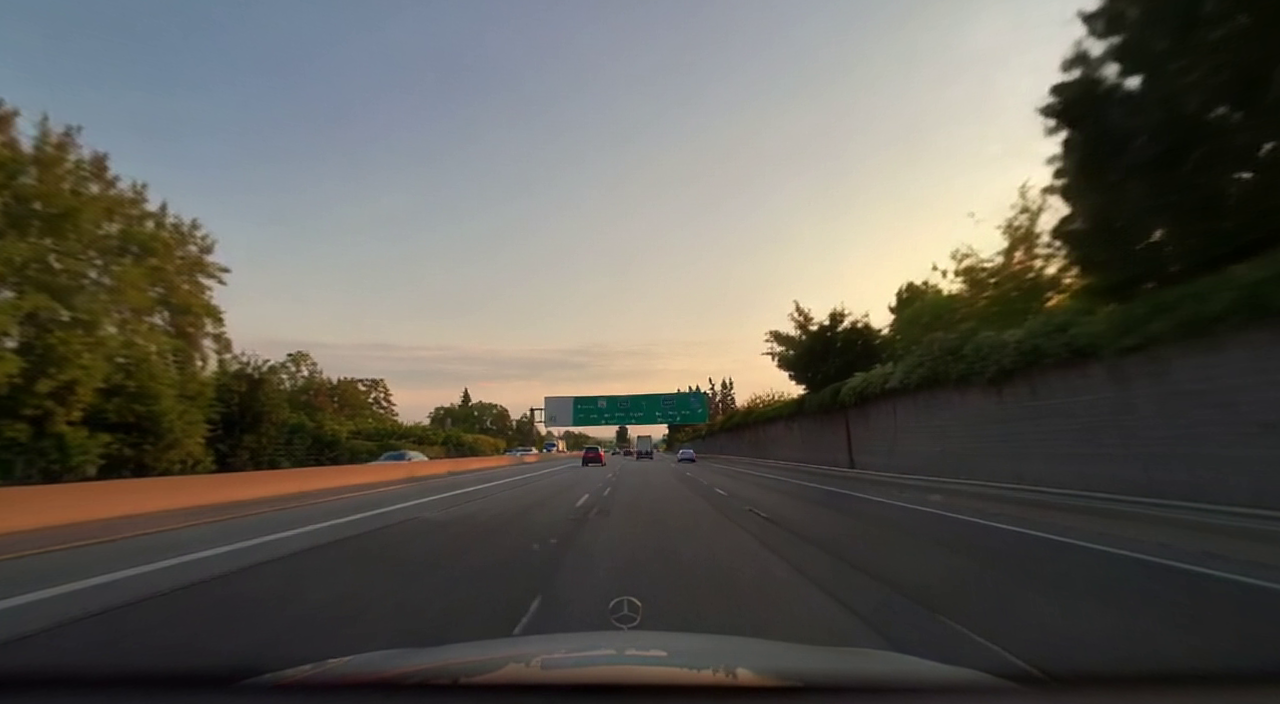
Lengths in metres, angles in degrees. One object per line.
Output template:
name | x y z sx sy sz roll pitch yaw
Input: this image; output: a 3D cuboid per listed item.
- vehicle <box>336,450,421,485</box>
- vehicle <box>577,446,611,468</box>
vehicle | -11.857 5.256 28.967 1.942 1.450 4.455 0 -9 1
vehicle | -3.190 7.377 44.514 2.020 1.475 4.434 0 -9 0
